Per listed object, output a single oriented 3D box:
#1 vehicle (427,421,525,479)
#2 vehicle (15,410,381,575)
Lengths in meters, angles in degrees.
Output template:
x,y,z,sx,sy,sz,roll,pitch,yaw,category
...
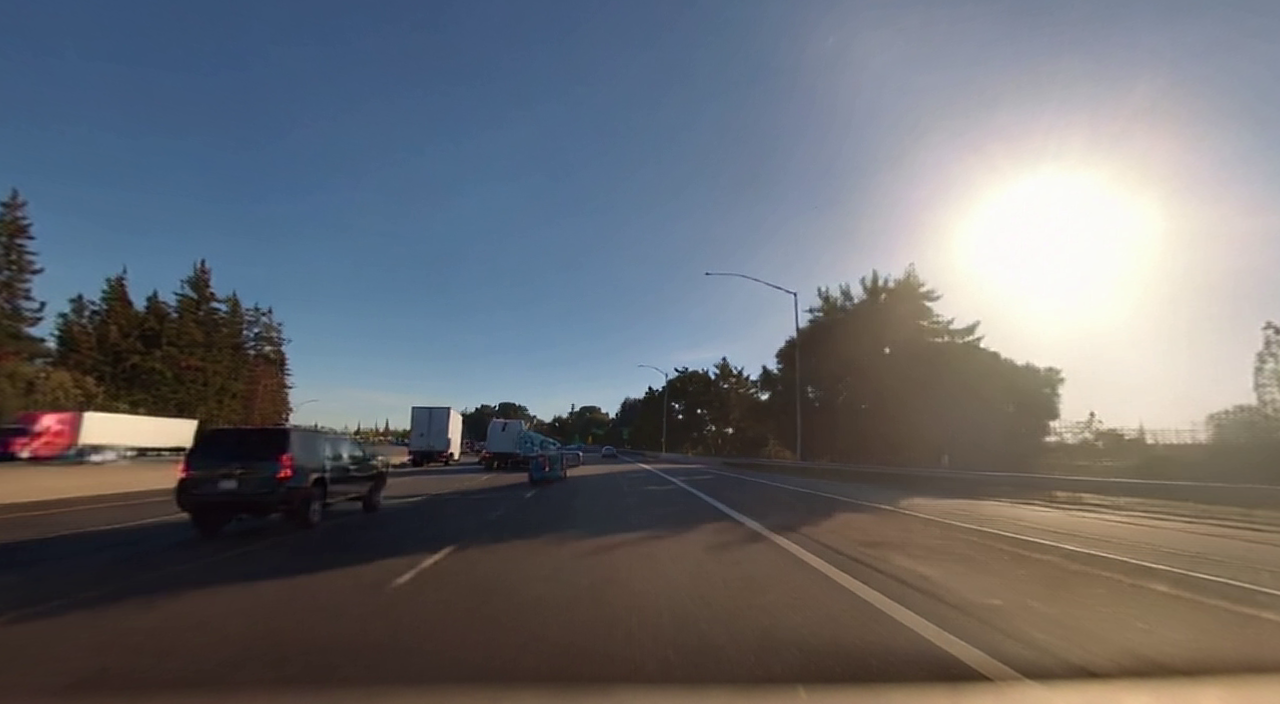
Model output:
x,y,z,sx,sy,sz,roll,pitch,yaw,category
-9.036,5.678,37.030,3.270,2.674,14.547,0,-8,-6,vehicle
-5.986,1.944,9.735,2.093,1.785,5.303,0,-8,-4,vehicle
